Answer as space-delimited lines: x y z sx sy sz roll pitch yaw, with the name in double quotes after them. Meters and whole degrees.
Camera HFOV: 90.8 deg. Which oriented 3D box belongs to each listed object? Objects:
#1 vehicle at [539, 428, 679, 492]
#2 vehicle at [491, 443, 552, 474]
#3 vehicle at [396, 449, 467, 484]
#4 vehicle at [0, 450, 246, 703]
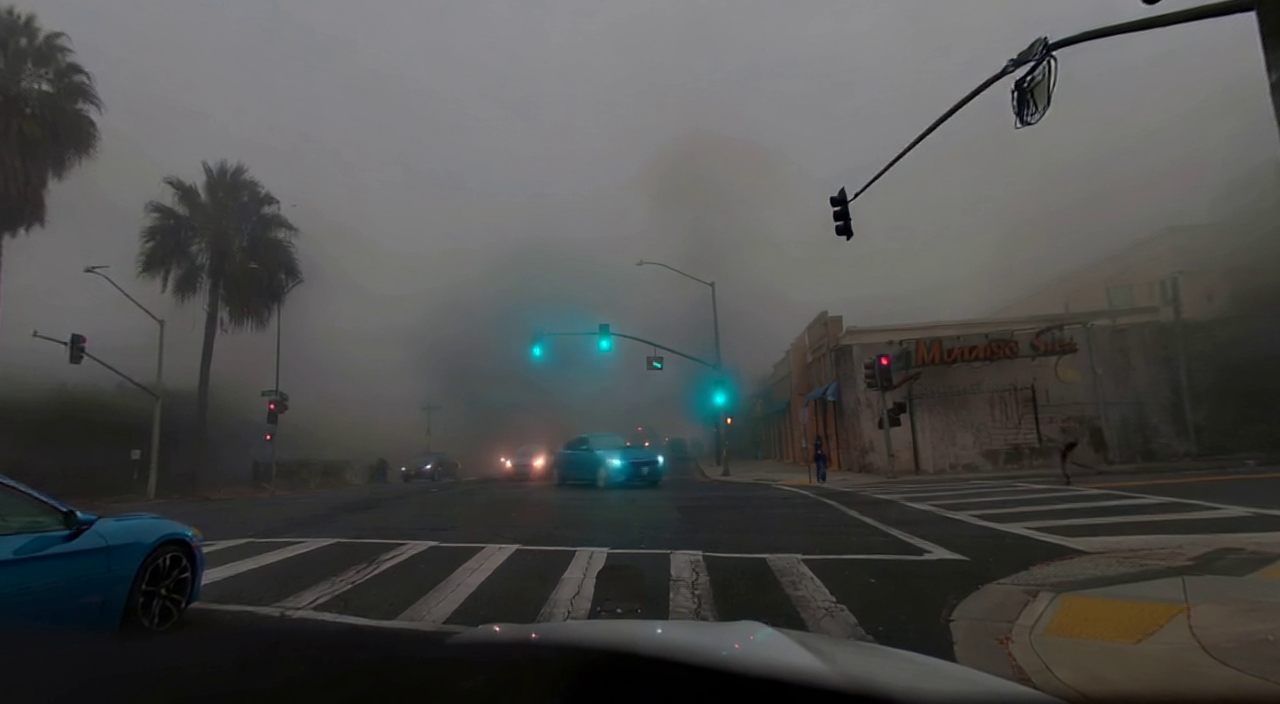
-1.105 3.309 19.694 2.092 1.709 4.775 6 -11 -35 "vehicle"
-7.546 6.859 40.940 2.050 1.792 5.507 -2 -9 10 "vehicle"
-12.018 6.591 36.692 1.870 1.705 4.426 -7 -10 11 "vehicle"
-3.707 1.027 2.242 1.850 1.325 4.295 0 -9 0 "vehicle"
